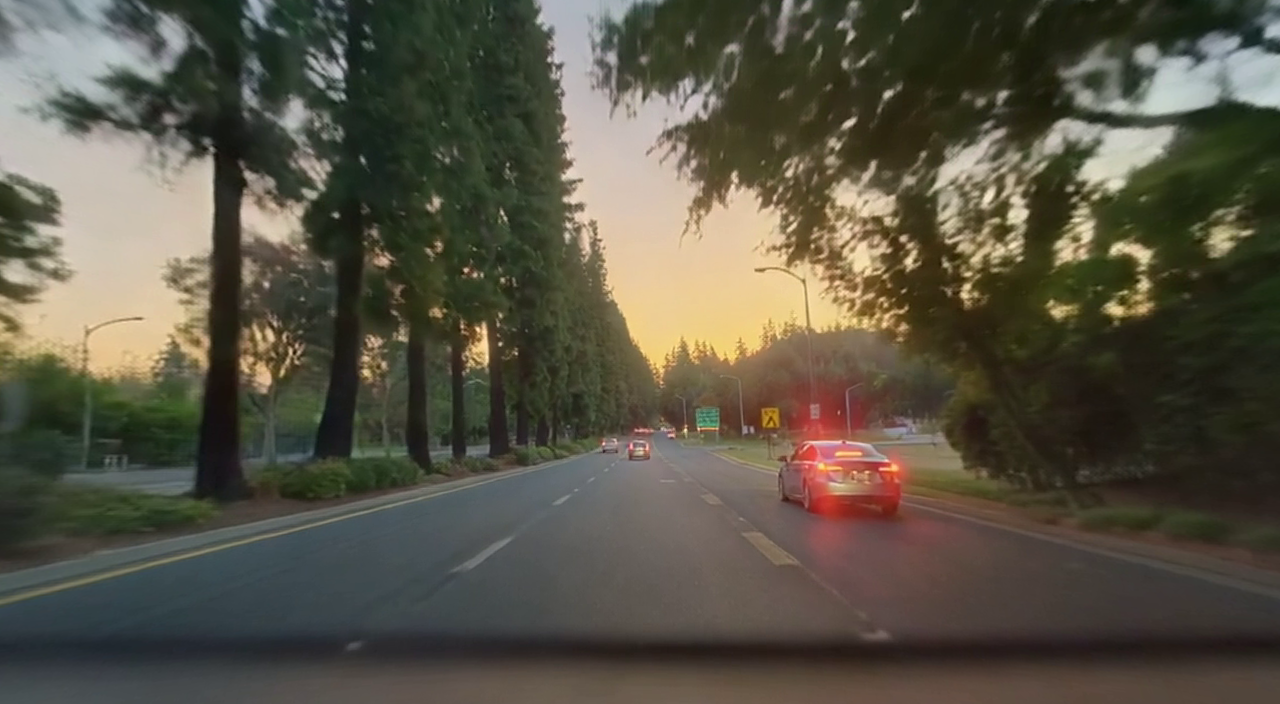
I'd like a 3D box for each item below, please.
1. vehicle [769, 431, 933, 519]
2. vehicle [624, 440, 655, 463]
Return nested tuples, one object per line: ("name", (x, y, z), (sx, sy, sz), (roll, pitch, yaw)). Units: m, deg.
("vehicle", (4.135, 2.470, 13.174), (1.913, 1.516, 4.322), (0, -8, 0))
("vehicle", (0.021, 7.191, 45.391), (2.095, 1.548, 4.264), (0, -8, 2))
